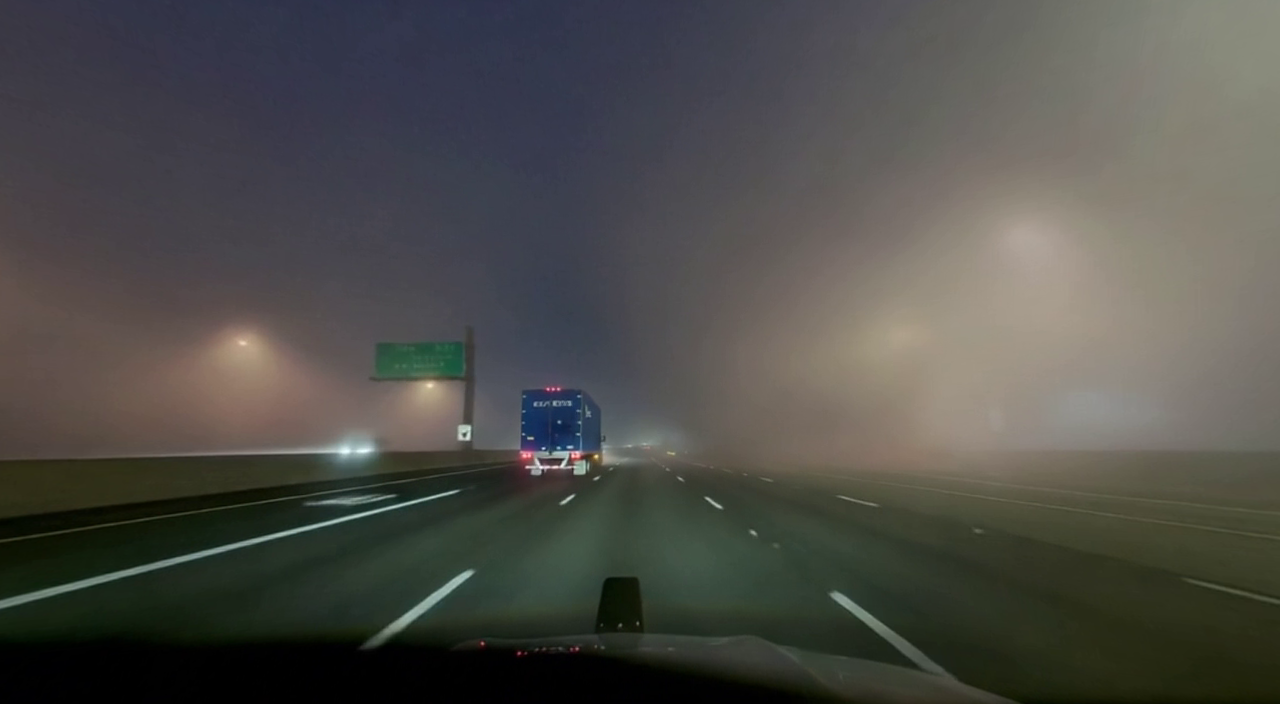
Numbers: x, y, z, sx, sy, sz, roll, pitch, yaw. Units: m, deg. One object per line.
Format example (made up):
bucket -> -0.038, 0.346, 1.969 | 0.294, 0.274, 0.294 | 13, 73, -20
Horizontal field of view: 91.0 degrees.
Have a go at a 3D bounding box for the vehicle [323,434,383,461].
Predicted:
vehicle -> -18.057, 6.067, 39.829 | 1.789, 1.594, 4.013 | 0, -9, 2

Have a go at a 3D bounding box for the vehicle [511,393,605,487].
vehicle -> -3.290, 3.915, 27.704 | 2.922, 3.458, 8.360 | 0, -9, 1
